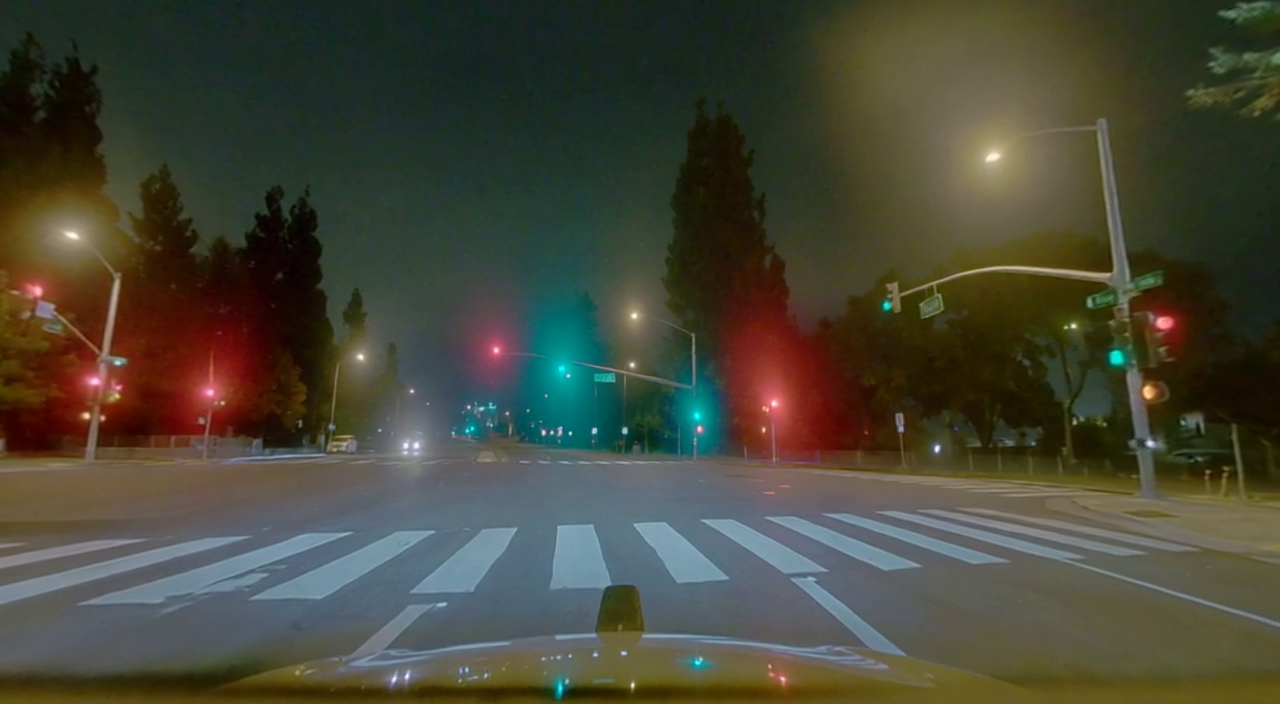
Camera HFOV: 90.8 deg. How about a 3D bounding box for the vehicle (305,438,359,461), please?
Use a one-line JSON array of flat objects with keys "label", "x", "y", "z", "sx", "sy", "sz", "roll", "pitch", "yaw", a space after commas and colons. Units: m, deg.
[{"label": "vehicle", "x": -20.415, "y": 6.466, "z": 42.074, "sx": 1.918, "sy": 1.432, "sz": 4.433, "roll": 1, "pitch": -9, "yaw": -8}]
